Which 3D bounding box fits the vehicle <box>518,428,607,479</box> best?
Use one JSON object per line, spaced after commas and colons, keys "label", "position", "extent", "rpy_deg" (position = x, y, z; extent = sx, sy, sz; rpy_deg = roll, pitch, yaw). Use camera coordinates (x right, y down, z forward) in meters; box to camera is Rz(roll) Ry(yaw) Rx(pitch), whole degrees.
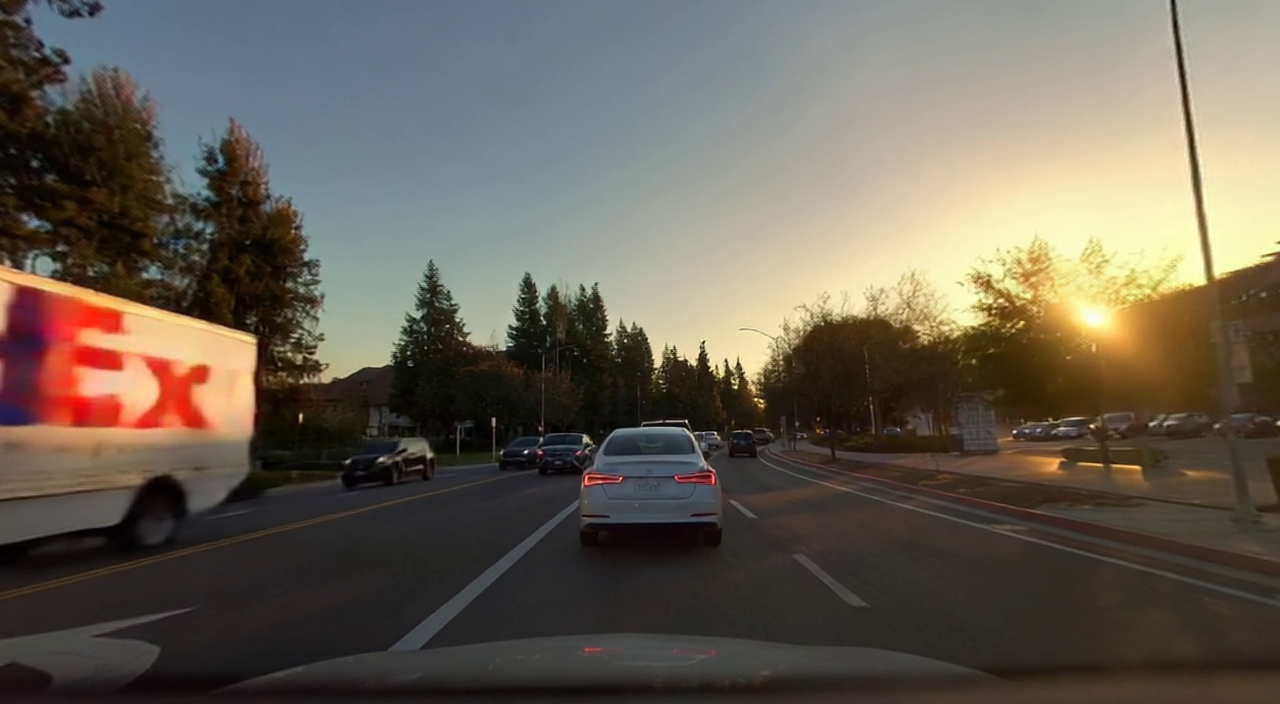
{"label": "vehicle", "position": [-2.837, 3.899, 24.487], "extent": [2.057, 1.786, 4.725], "rpy_deg": [-2, -8, 11]}

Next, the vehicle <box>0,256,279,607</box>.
{"label": "vehicle", "position": [-7.612, 0.698, 5.557], "extent": [2.961, 3.316, 9.483], "rpy_deg": [-1, -8, 2]}

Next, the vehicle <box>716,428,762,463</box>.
{"label": "vehicle", "position": [5.503, 5.265, 35.625], "extent": [2.155, 1.786, 4.459], "rpy_deg": [-1, -8, 3]}

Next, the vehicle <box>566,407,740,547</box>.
{"label": "vehicle", "position": [0.181, 1.851, 9.960], "extent": [2.154, 1.710, 4.128], "rpy_deg": [0, -8, 1]}

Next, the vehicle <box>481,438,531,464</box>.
{"label": "vehicle", "position": [-9.077, 6.752, 43.168], "extent": [2.005, 1.701, 4.355], "rpy_deg": [-1, -8, 7]}

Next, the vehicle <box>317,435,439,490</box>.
{"label": "vehicle", "position": [-9.429, 3.999, 23.259], "extent": [2.039, 1.769, 4.911], "rpy_deg": [-1, -8, 5]}
